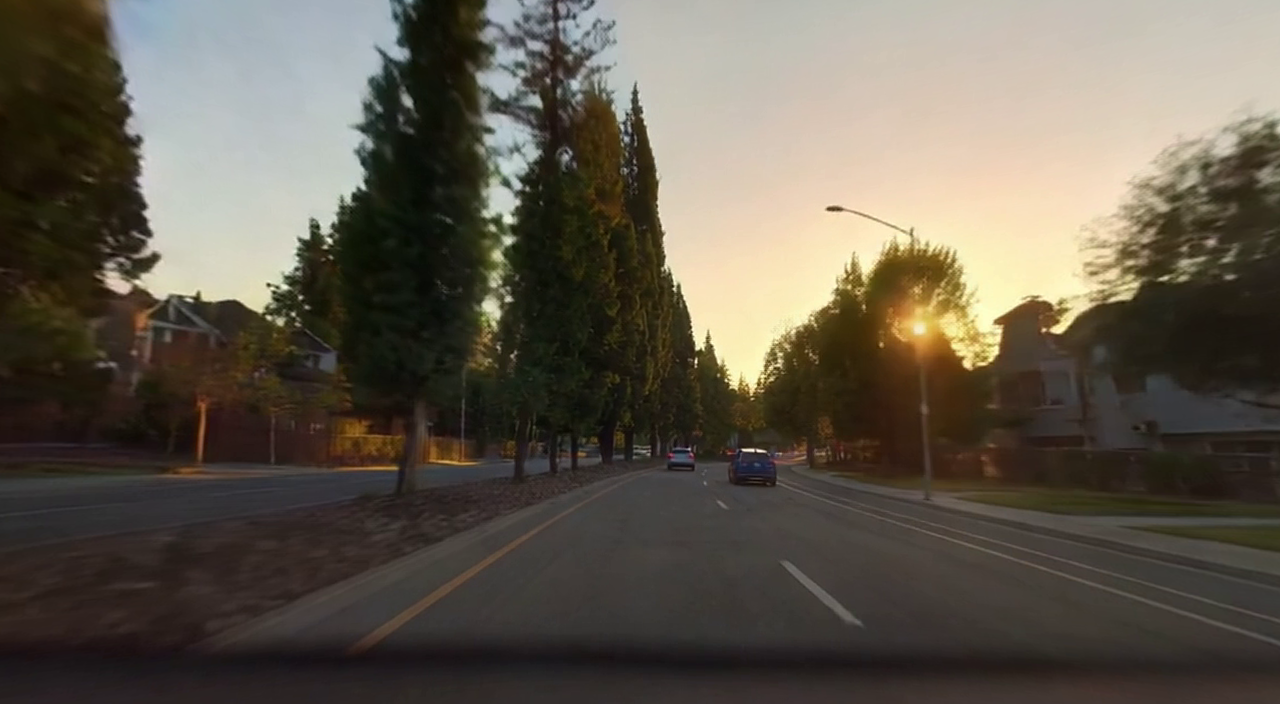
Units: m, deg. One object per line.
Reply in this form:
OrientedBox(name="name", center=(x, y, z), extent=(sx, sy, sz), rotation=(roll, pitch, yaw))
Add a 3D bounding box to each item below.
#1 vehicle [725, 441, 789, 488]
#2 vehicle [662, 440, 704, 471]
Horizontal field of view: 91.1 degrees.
OrientedBox(name="vehicle", center=(4.528, 4.396, 24.851), extent=(1.971, 1.663, 4.287), rotation=(-1, -8, 4))
OrientedBox(name="vehicle", center=(2.725, 6.362, 38.792), extent=(2.251, 1.822, 4.391), rotation=(-1, -9, 8))
